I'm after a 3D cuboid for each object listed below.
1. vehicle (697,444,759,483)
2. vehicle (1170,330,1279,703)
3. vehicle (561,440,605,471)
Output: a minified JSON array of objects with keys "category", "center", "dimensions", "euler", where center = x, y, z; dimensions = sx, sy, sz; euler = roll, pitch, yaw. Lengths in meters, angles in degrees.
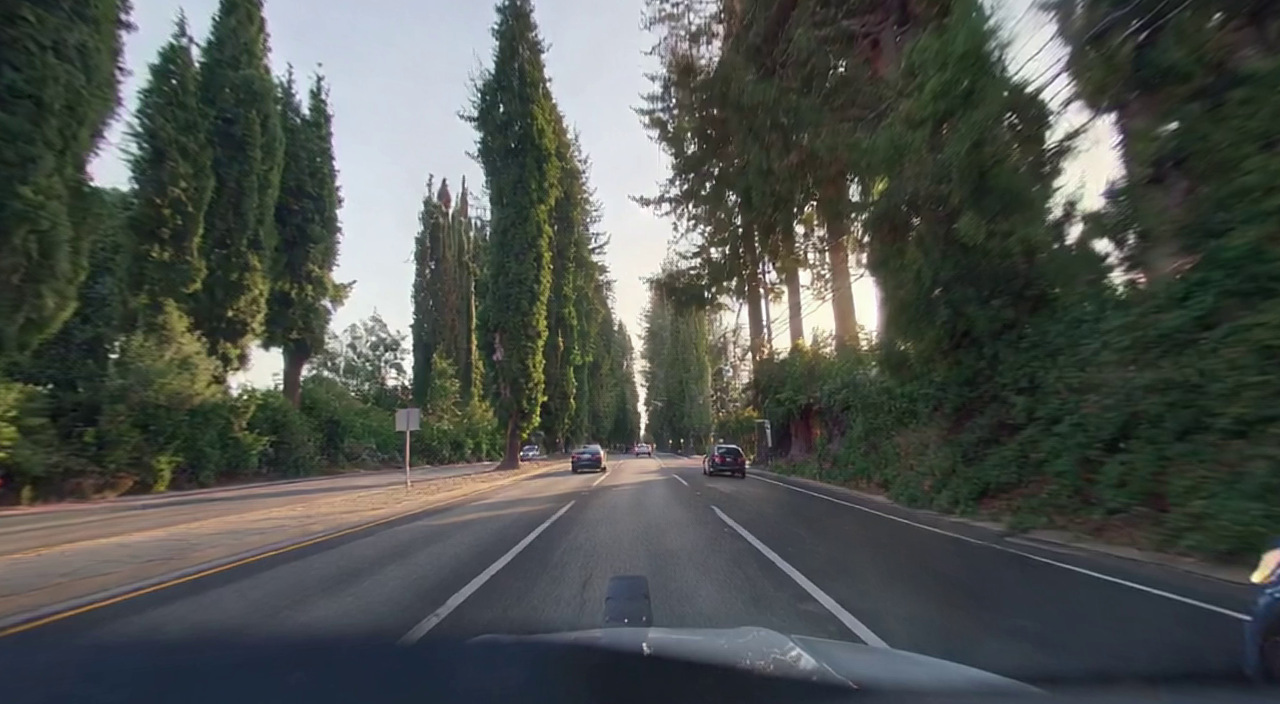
[{"category":"vehicle","center":[3.539,4.573,26.169],"dimensions":[1.906,1.468,4.422],"euler":[0,-9,-1]},{"category":"vehicle","center":[3.419,0.526,0.455],"dimensions":[2.182,1.744,4.464],"euler":[0,-9,1]},{"category":"vehicle","center":[-3.255,6.056,37.037],"dimensions":[2.066,1.725,4.241],"euler":[0,-9,2]}]
